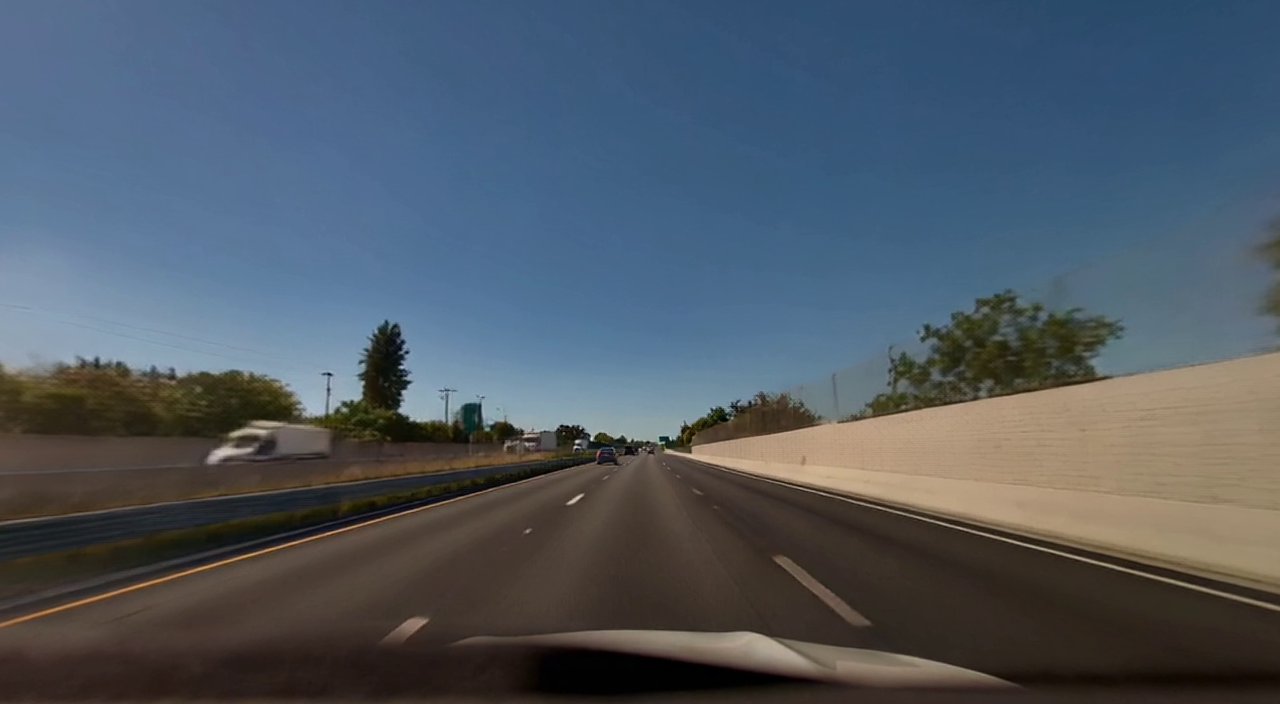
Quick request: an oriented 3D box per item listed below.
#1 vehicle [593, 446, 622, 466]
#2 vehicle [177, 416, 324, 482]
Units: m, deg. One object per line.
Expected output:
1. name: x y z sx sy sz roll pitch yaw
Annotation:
1. vehicle: -2.553 8.195 49.904 1.991 1.473 4.707 0 -9 1
2. vehicle: -17.990 4.580 29.758 2.346 2.689 7.021 0 -9 0
